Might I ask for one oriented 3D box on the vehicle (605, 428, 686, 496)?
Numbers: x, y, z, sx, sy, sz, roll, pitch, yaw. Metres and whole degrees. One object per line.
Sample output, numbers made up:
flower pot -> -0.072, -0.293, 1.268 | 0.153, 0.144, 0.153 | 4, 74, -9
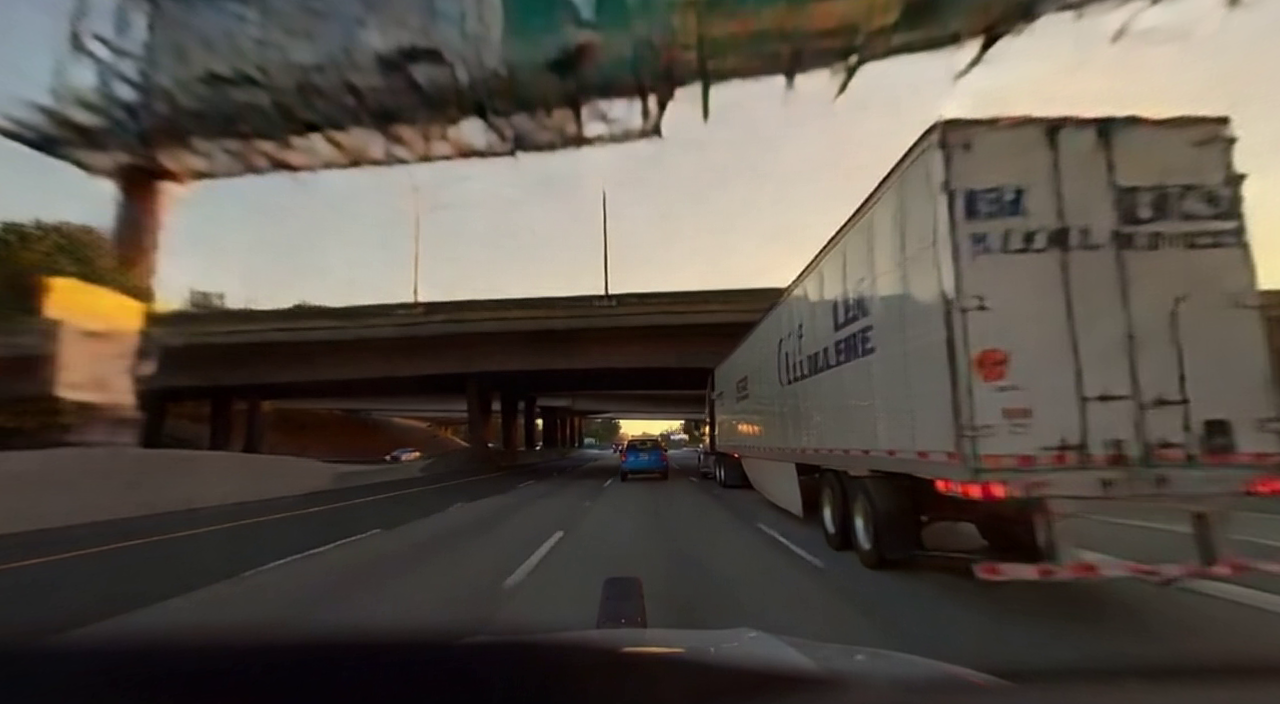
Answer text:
vehicle -> 0.167, 3.097, 18.064 | 2.054, 1.706, 4.201 | 0, -8, 1

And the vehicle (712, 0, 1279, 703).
vehicle -> 3.446, 0.756, 10.889 | 2.909, 4.135, 15.820 | -1, -8, 1

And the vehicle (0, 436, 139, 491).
vehicle -> -22.038, 4.110, 23.606 | 2.161, 1.819, 4.959 | -1, -8, 1
